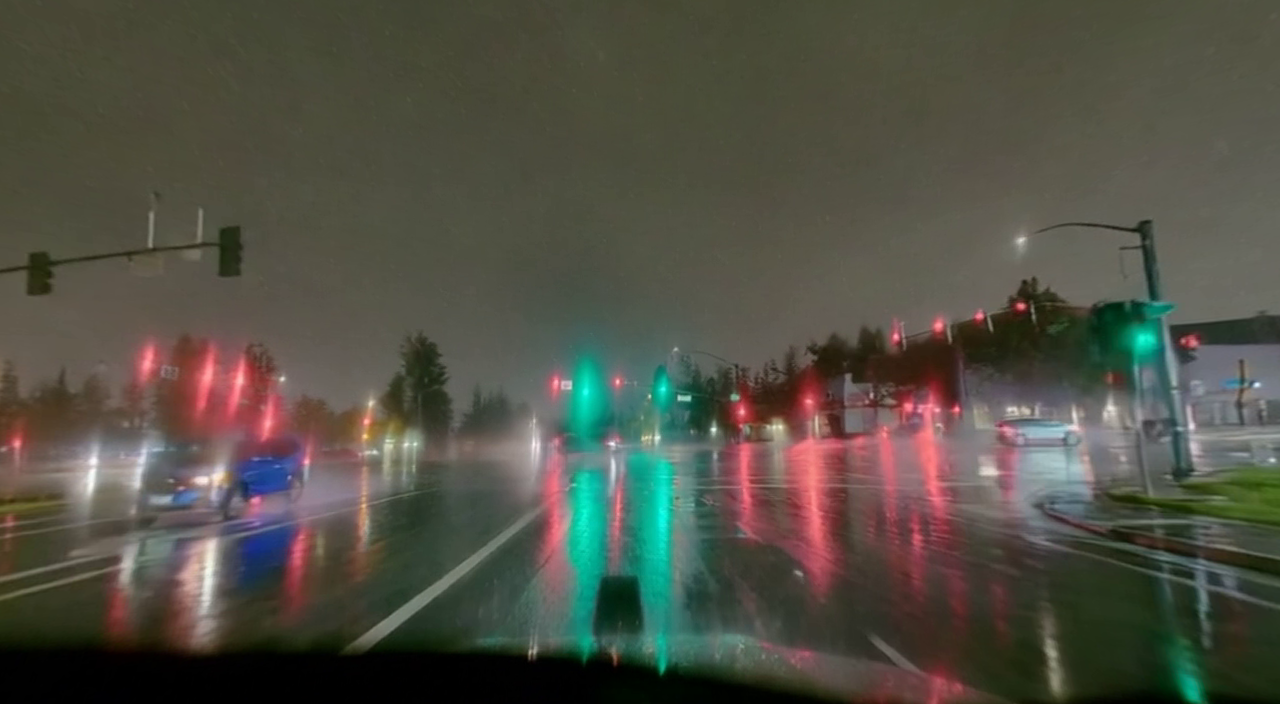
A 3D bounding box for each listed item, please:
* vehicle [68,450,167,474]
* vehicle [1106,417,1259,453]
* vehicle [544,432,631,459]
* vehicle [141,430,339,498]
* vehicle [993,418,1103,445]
[{"bbox_3d":[-34.280,7.219,41.360,4.805,1.494,2.112,-1,-8,5],"label":"vehicle"},{"bbox_3d":[23.844,3.681,27.797,4.885,1.503,1.845,-1,-8,3],"label":"vehicle"},{"bbox_3d":[-2.970,5.419,36.408,4.775,1.466,1.850,-1,-8,5],"label":"vehicle"},{"bbox_3d":[-9.862,2.797,16.148,1.899,1.460,4.880,0,-8,0],"label":"vehicle"},{"bbox_3d":[22.278,4.385,34.516,4.647,1.428,1.825,-1,-8,4],"label":"vehicle"}]
